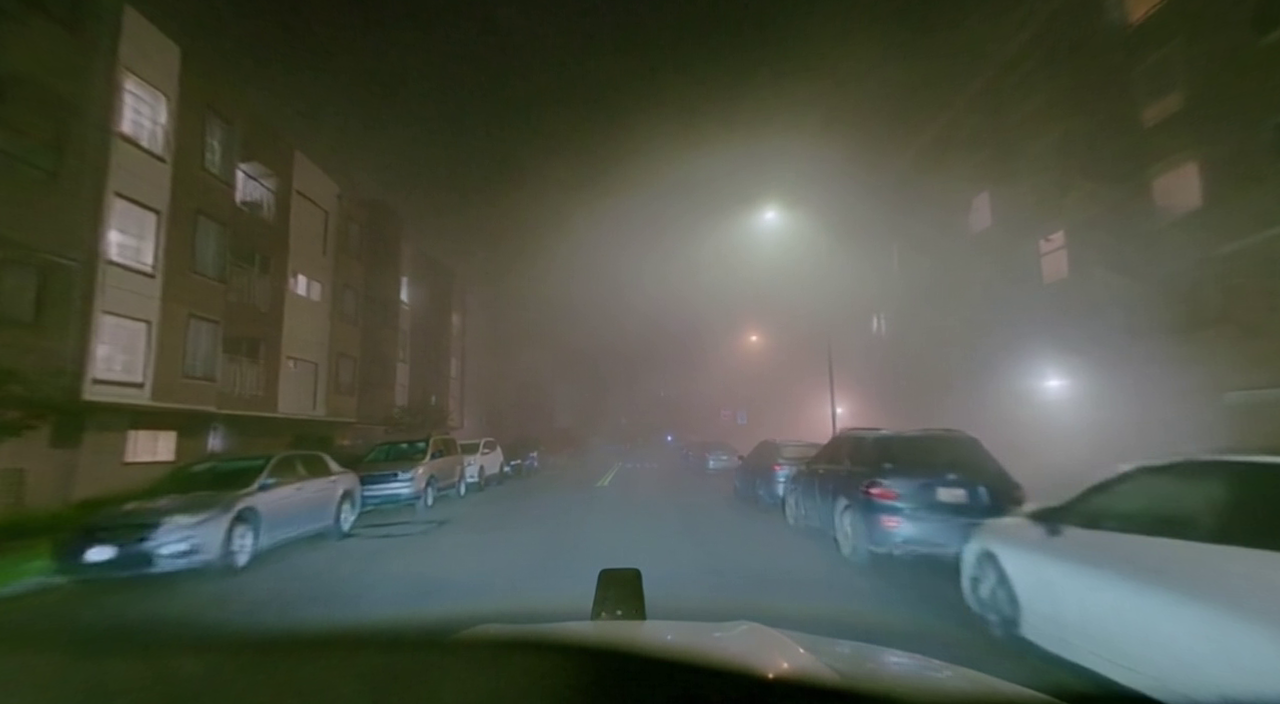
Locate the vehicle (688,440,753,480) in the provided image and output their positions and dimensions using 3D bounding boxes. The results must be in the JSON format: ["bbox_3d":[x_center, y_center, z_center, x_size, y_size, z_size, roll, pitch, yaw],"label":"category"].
[{"bbox_3d":[3.201,4.370,25.966,1.919,1.490,4.339,1,-8,-2],"label":"vehicle"}]

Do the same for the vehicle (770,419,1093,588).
[{"bbox_3d":[3.202,1.731,8.135,2.099,1.585,4.208,0,-8,-1],"label":"vehicle"}]

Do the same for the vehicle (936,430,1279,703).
[{"bbox_3d":[3.364,1.111,3.063,1.835,1.420,4.186,0,-8,0],"label":"vehicle"}]

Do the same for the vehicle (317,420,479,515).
[{"bbox_3d":[-5.584,2.705,15.394,2.216,1.953,4.553,0,-8,-2],"label":"vehicle"}]

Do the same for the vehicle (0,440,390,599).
[{"bbox_3d":[-5.403,1.955,8.580,2.119,1.500,4.953,0,-8,-2],"label":"vehicle"}]
